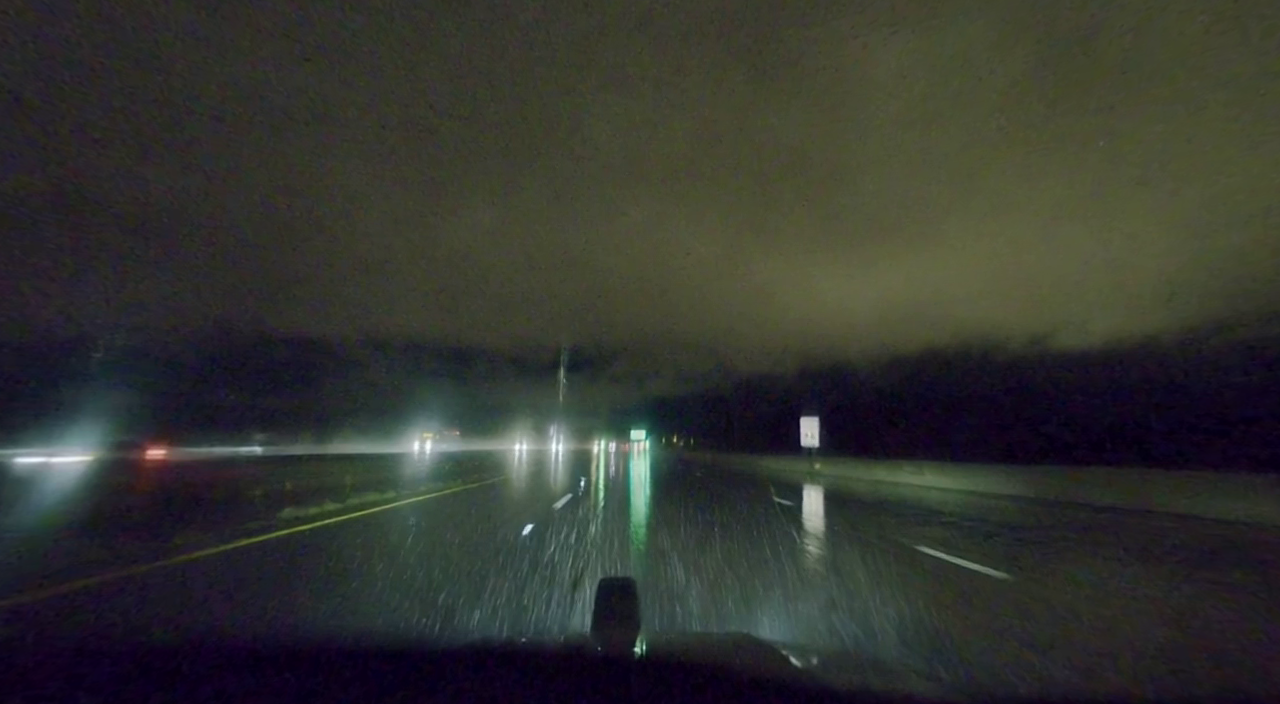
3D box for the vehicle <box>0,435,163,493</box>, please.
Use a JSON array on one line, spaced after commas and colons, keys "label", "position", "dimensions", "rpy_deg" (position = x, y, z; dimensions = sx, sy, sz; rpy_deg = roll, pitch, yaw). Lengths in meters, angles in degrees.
[{"label": "vehicle", "position": [-16.898, 3.225, 18.577], "dimensions": [1.978, 1.483, 4.662], "rpy_deg": [0, -8, 0]}]
